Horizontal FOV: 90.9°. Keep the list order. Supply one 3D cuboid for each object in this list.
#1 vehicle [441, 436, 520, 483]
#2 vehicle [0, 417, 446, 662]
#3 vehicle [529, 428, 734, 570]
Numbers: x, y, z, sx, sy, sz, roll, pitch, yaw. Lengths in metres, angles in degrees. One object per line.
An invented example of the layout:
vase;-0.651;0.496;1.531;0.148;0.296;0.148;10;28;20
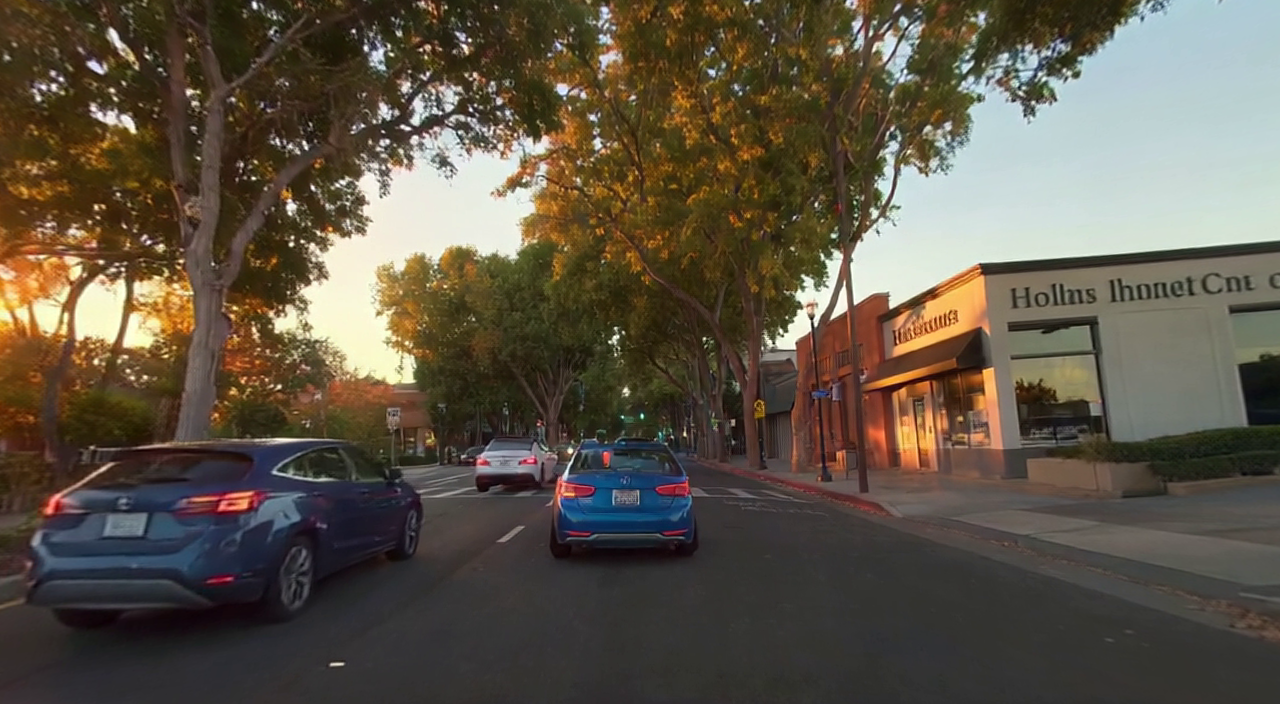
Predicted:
vehicle;-6.196;4.242;25.072;2.095;1.682;4.371;0;-9;-2
vehicle;-3.450;1.446;5.912;1.905;1.473;4.016;0;-9;1
vehicle;-0.097;1.861;8.761;2.160;1.482;4.037;0;-9;0
